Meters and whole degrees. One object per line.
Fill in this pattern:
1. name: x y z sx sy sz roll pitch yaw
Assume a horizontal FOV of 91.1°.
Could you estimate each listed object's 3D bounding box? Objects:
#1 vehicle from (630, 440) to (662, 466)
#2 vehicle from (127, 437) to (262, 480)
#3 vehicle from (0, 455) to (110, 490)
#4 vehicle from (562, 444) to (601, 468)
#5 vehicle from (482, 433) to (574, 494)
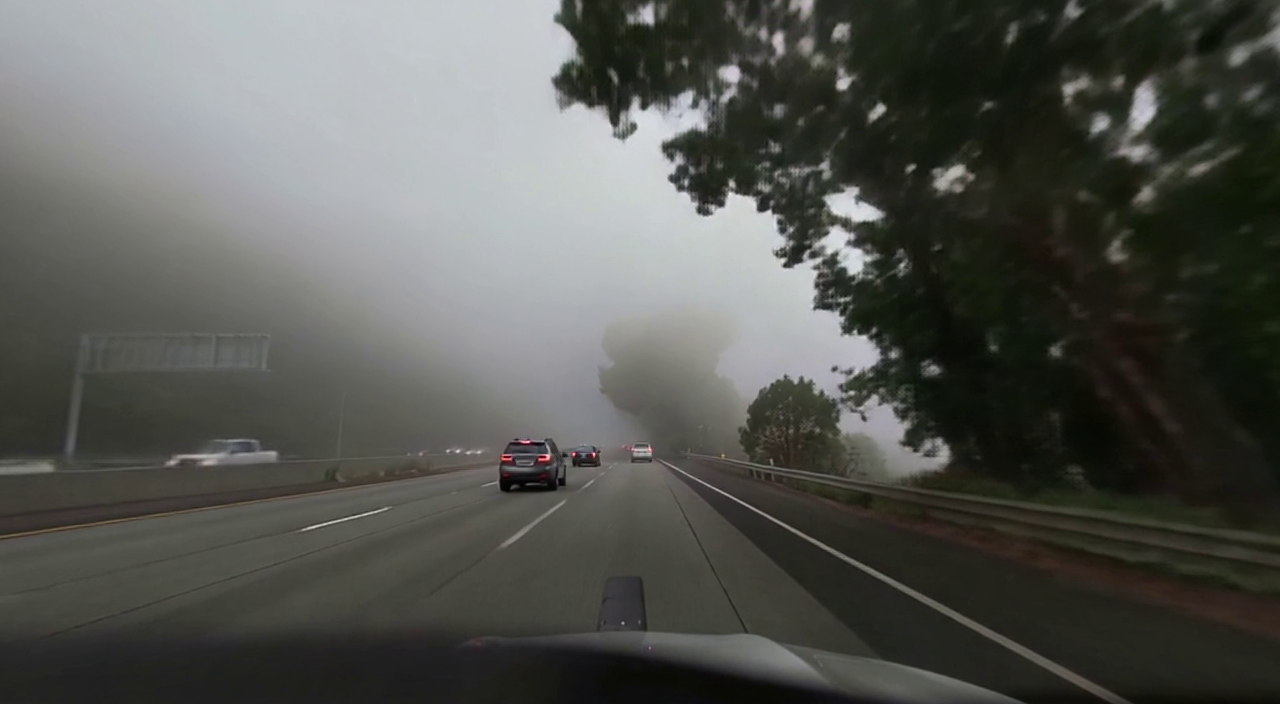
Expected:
1. vehicle: 0.407 7.405 46.321 2.285 1.797 4.478 0 -8 0
2. vehicle: -21.274 5.083 30.420 2.269 1.861 5.777 0 -8 1
3. vehicle: -28.906 5.796 30.616 1.822 1.471 4.808 0 -8 2
4. vehicle: -3.717 6.691 40.491 2.055 1.431 3.921 0 -8 0
5. vehicle: -3.342 3.425 19.638 2.056 1.679 4.204 0 -8 1
